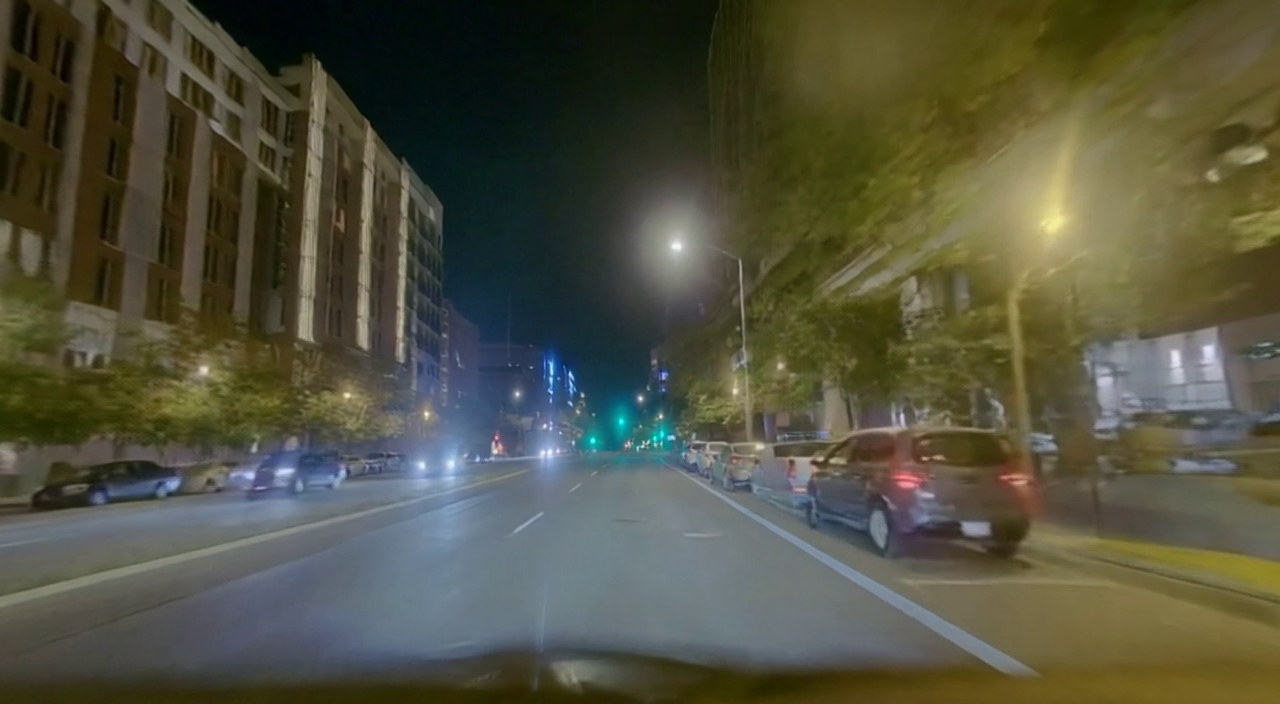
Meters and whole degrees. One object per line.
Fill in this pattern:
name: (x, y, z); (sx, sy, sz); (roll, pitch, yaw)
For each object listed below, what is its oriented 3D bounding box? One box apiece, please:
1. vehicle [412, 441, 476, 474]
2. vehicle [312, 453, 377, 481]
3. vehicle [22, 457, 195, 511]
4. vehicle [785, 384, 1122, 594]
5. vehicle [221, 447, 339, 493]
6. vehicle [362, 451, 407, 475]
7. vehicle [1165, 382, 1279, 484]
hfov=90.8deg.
vehicle: (-11.363, 6.141, 37.055); (2.127, 1.752, 4.889); (0, -8, 1)
vehicle: (-18.201, 7.084, 39.141); (1.958, 1.534, 4.428); (0, -8, -1)
vehicle: (-17.882, 4.424, 21.641); (1.932, 1.510, 4.685); (0, -8, -2)
vehicle: (3.395, 1.574, 8.063); (1.935, 1.920, 4.397); (0, -8, -1)
vehicle: (-14.537, 4.738, 25.861); (2.150, 1.700, 4.442); (0, -8, 0)
vehicle: (-18.231, 7.910, 45.185); (1.760, 1.566, 3.664); (0, -8, -2)
vehicle: (15.157, 1.977, 15.160); (5.586, 2.094, 2.297); (6, -8, -33)
